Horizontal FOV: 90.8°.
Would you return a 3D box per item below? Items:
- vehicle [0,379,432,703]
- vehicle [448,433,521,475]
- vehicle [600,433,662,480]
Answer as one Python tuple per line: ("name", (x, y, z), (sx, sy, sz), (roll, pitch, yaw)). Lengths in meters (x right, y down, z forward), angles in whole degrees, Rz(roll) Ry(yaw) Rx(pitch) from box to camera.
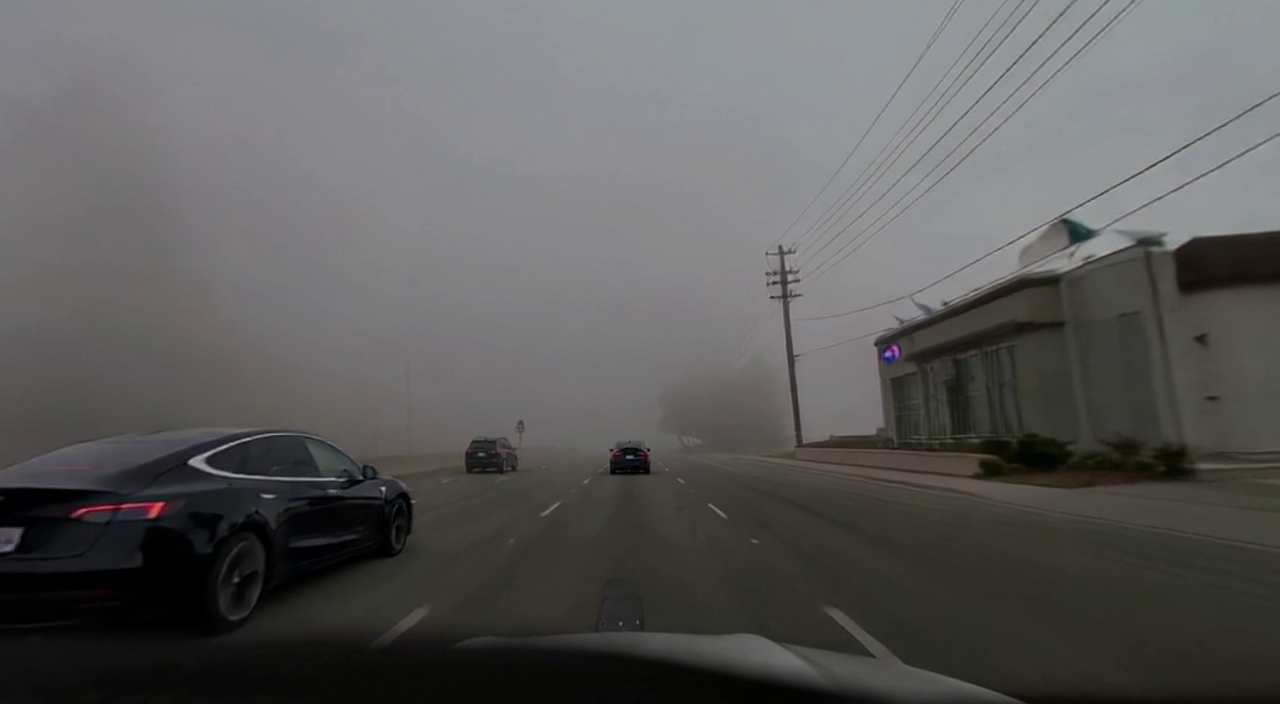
("vehicle", (-3.572, 1.283, 5.216), (1.985, 1.607, 4.892), (0, -8, 1))
("vehicle", (-7.276, 4.834, 30.090), (2.203, 1.819, 4.547), (0, -8, 1))
("vehicle", (-0.324, 4.025, 24.555), (2.189, 1.652, 4.135), (0, -8, 0))
